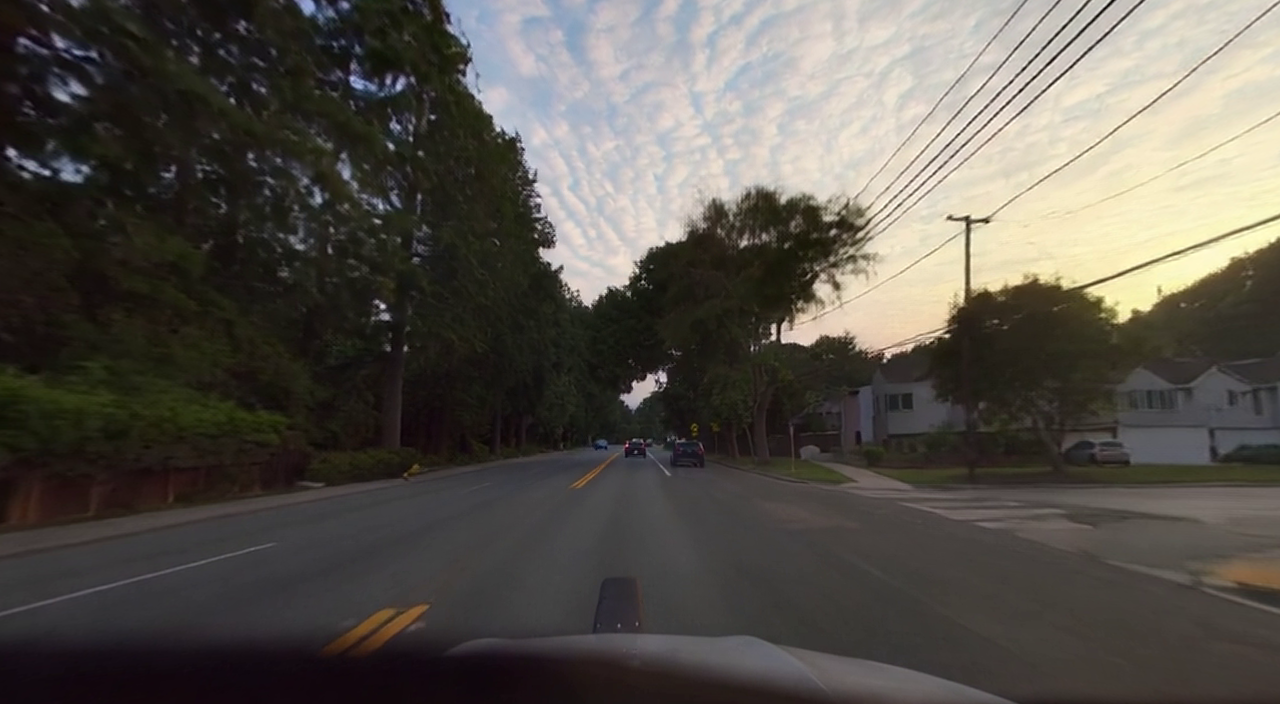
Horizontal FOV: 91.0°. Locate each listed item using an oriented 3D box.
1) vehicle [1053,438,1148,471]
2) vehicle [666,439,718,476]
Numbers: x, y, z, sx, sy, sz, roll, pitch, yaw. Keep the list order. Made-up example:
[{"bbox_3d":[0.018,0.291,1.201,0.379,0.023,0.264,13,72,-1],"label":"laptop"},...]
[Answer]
[{"bbox_3d":[22.288,4.978,30.668,1.851,1.458,3.709,0,-9,1],"label":"vehicle"},{"bbox_3d":[2.277,4.734,28.410,1.975,1.497,3.647,0,-9,-1],"label":"vehicle"}]
